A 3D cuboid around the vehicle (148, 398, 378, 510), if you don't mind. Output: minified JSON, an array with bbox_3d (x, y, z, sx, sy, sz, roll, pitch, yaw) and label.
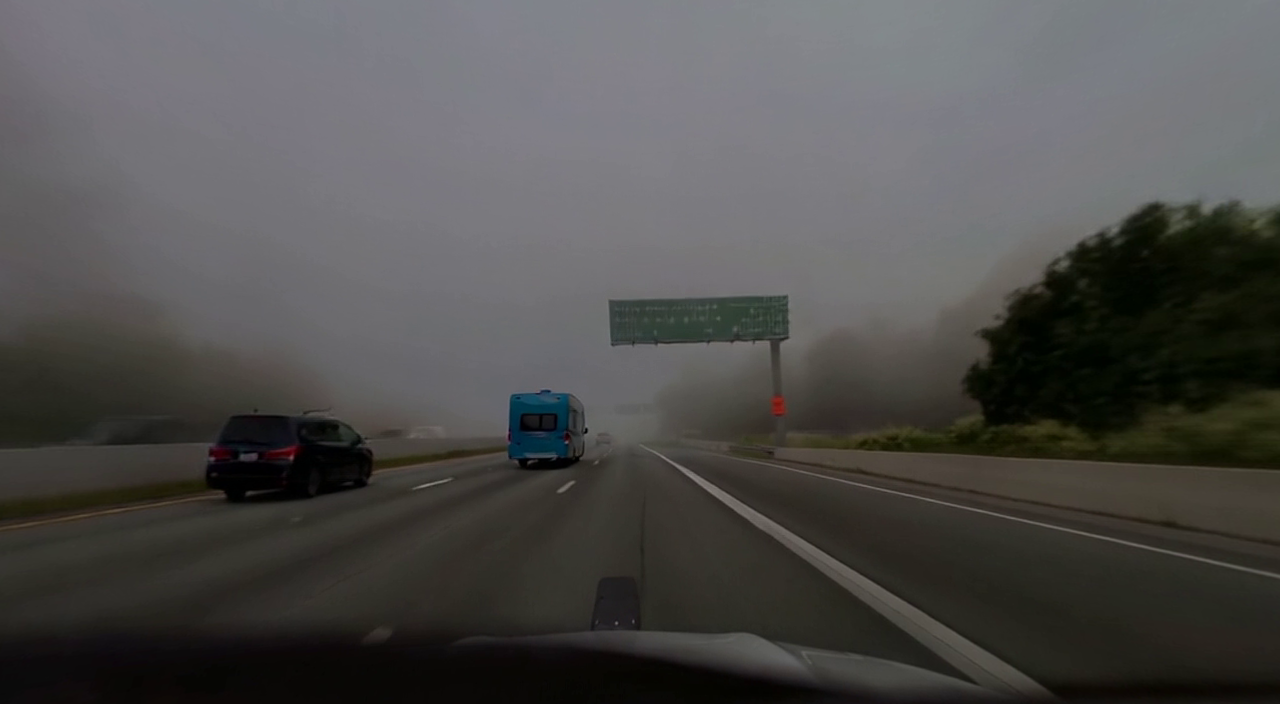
[{"bbox_3d":[-7.220,1.981,12.734,2.045,1.873,4.202,0,-7,-1],"label":"vehicle"}]

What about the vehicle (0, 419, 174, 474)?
[{"bbox_3d":[-17.033,2.868,19.446,1.858,1.486,4.528,0,-7,-1],"label":"vehicle"}]

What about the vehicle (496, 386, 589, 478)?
[{"bbox_3d":[-3.766,3.310,26.192,2.676,3.269,7.388,0,-7,0],"label":"vehicle"}]
